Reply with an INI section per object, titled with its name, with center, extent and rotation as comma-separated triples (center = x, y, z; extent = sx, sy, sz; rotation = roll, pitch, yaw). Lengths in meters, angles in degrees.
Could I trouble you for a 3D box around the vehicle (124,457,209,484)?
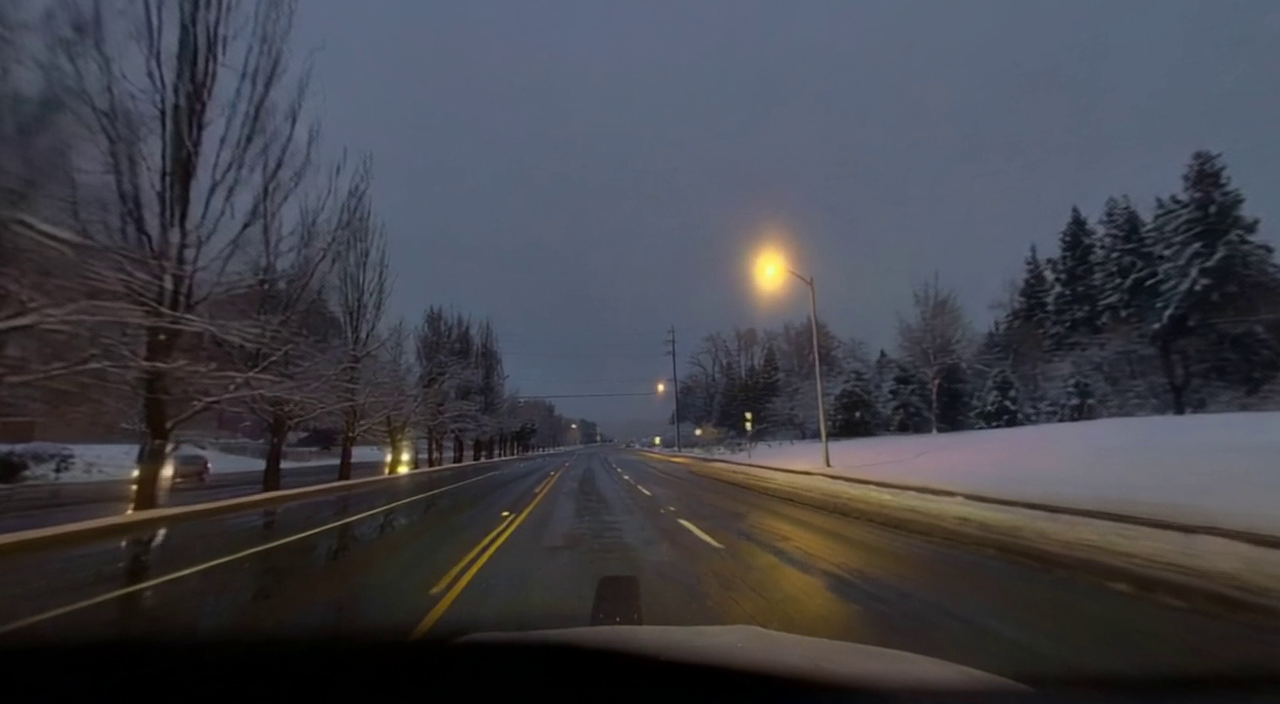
[vehicle]
center = -31.580, 7.902, 42.370
extent = 2.089, 1.556, 4.961
rotation = 0, -9, -4
